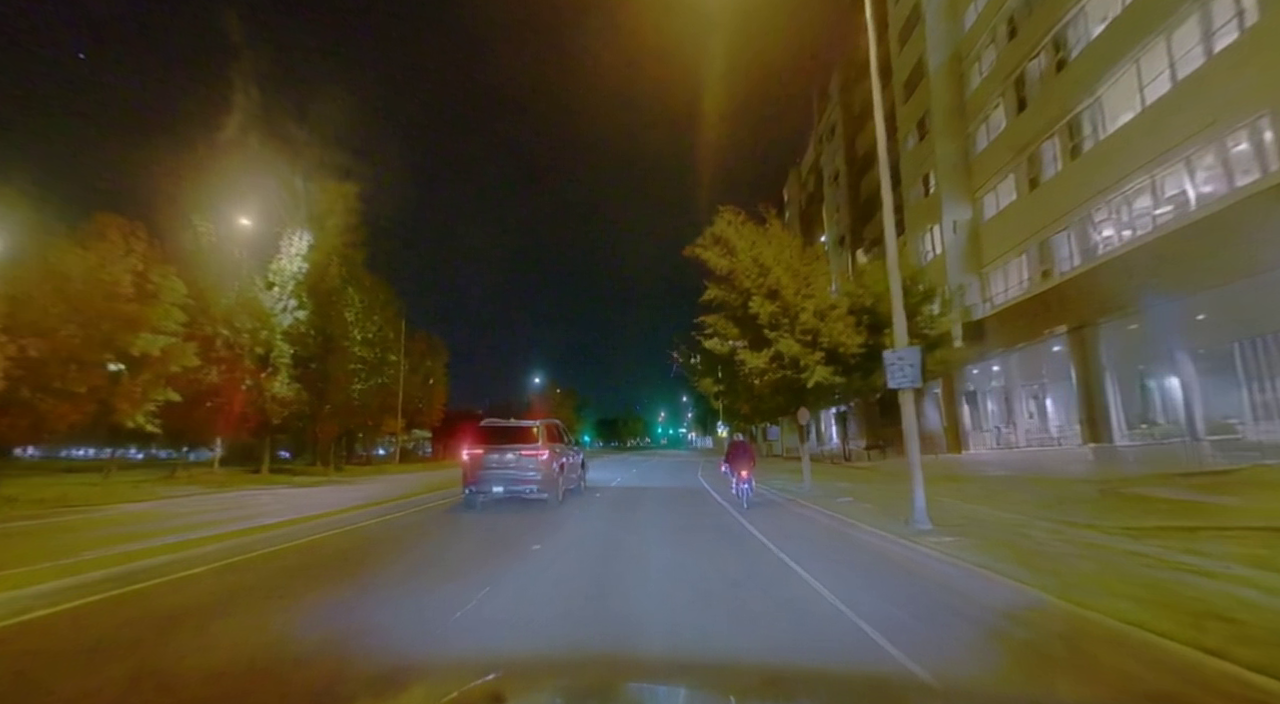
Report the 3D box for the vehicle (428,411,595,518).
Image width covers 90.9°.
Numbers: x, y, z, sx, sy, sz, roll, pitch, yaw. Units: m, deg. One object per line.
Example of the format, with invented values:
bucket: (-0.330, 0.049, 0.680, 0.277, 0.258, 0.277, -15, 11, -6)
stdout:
vehicle: (-2.442, 2.368, 13.684, 2.294, 1.859, 5.127, -1, -9, 3)
